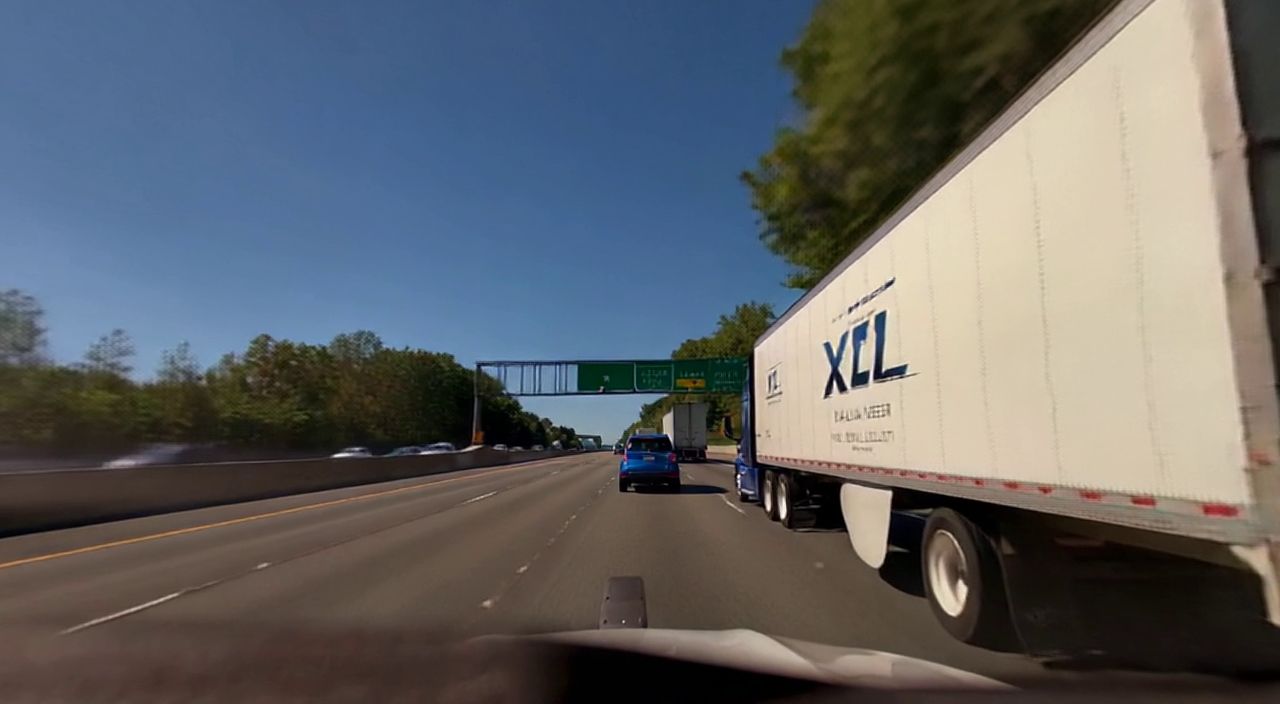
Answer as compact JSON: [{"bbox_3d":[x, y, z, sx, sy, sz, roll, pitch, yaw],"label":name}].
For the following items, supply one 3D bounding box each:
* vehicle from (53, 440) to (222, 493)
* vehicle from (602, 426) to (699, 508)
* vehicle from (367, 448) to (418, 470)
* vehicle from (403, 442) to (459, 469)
[{"bbox_3d":[-19.056,4.319,24.243,2.092,1.801,5.217,0,-8,1],"label":"vehicle"},{"bbox_3d":[0.247,2.757,15.472,2.054,1.706,4.201,0,-8,1],"label":"vehicle"},{"bbox_3d":[-18.469,8.004,47.049,1.971,1.518,4.297,0,-8,1],"label":"vehicle"},{"bbox_3d":[-15.005,7.458,45.413,2.097,1.813,5.472,0,-8,1],"label":"vehicle"}]
